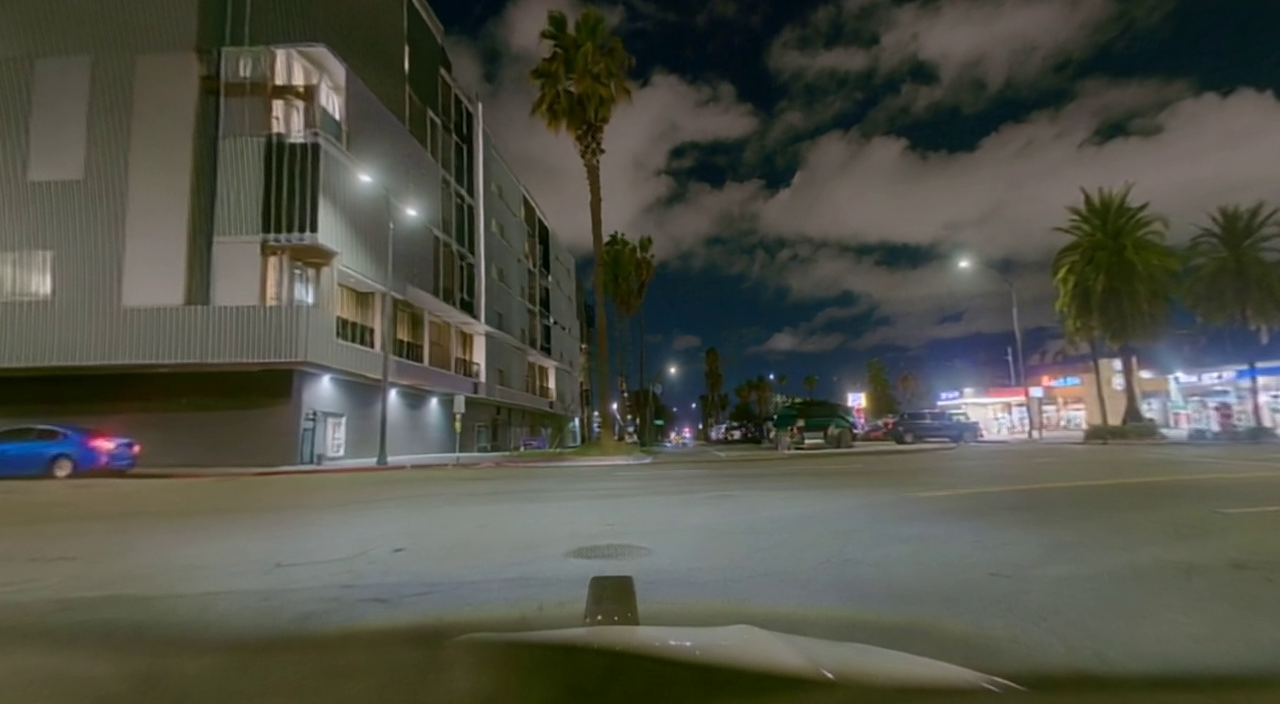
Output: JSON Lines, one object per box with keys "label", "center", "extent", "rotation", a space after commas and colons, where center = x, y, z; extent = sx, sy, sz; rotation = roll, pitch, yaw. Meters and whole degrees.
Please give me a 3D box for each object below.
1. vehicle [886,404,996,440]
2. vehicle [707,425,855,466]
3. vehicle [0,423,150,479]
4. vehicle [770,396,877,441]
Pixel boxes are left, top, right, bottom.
{"label": "vehicle", "center": [21.630, 5.058, 45.483], "extent": [7.026, 2.329, 2.545], "rotation": [3, -6, -13]}
{"label": "vehicle", "center": [4.961, 3.313, 22.414], "extent": [4.782, 1.371, 1.763], "rotation": [2, -9, -13]}
{"label": "vehicle", "center": [-17.135, 2.781, 17.810], "extent": [4.857, 1.497, 1.811], "rotation": [1, -9, -7]}
{"label": "vehicle", "center": [10.707, 3.952, 37.071], "extent": [5.524, 2.504, 2.196], "rotation": [2, -7, -10]}
